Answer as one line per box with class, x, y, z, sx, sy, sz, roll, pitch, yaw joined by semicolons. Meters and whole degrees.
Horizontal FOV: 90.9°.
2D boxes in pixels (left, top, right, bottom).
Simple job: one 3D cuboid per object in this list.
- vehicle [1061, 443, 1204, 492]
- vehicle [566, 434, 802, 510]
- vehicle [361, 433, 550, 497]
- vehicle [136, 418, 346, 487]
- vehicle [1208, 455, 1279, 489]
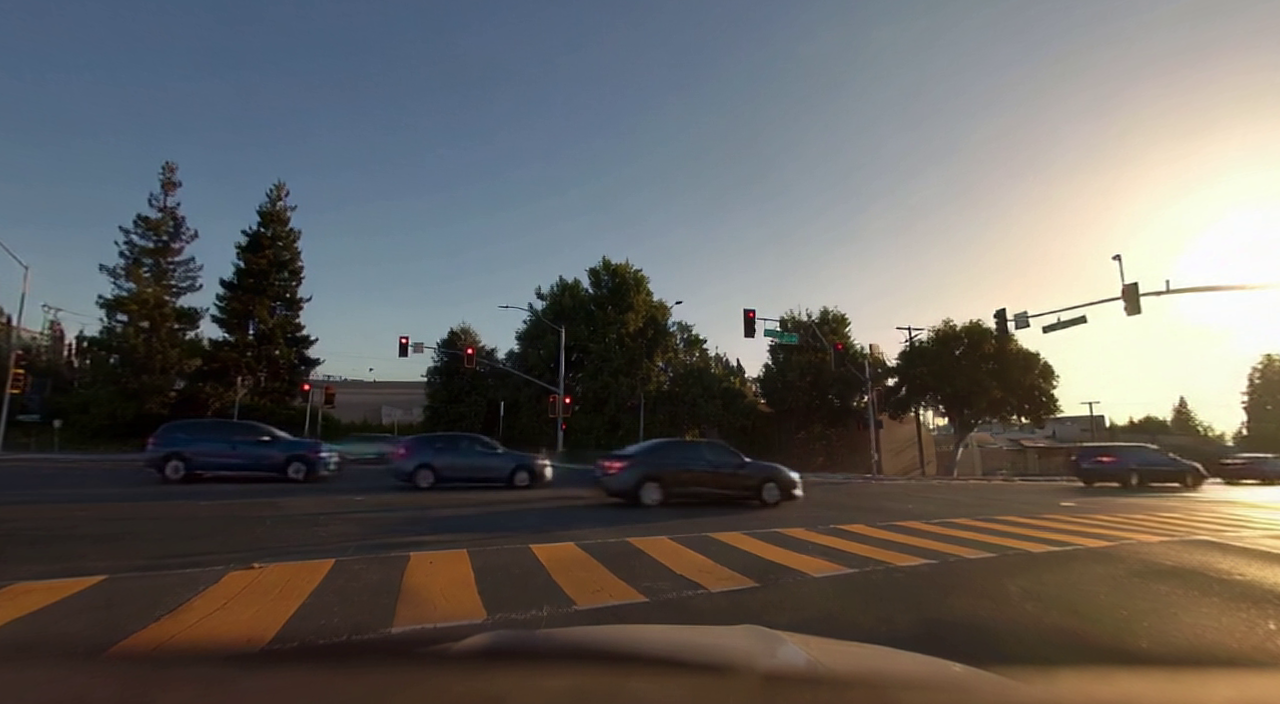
vehicle;18.794;4.348;24.091;4.626;1.710;1.891;3;-9;-18
vehicle;0.954;2.624;14.238;4.952;1.511;1.855;2;-9;-17
vehicle;-4.763;2.912;16.571;4.475;1.496;1.861;3;-9;-18
vehicle;-11.306;2.884;18.352;4.708;1.810;1.986;3;-9;-18
vehicle;31.228;5.915;31.361;5.203;1.488;1.907;3;-9;-18
